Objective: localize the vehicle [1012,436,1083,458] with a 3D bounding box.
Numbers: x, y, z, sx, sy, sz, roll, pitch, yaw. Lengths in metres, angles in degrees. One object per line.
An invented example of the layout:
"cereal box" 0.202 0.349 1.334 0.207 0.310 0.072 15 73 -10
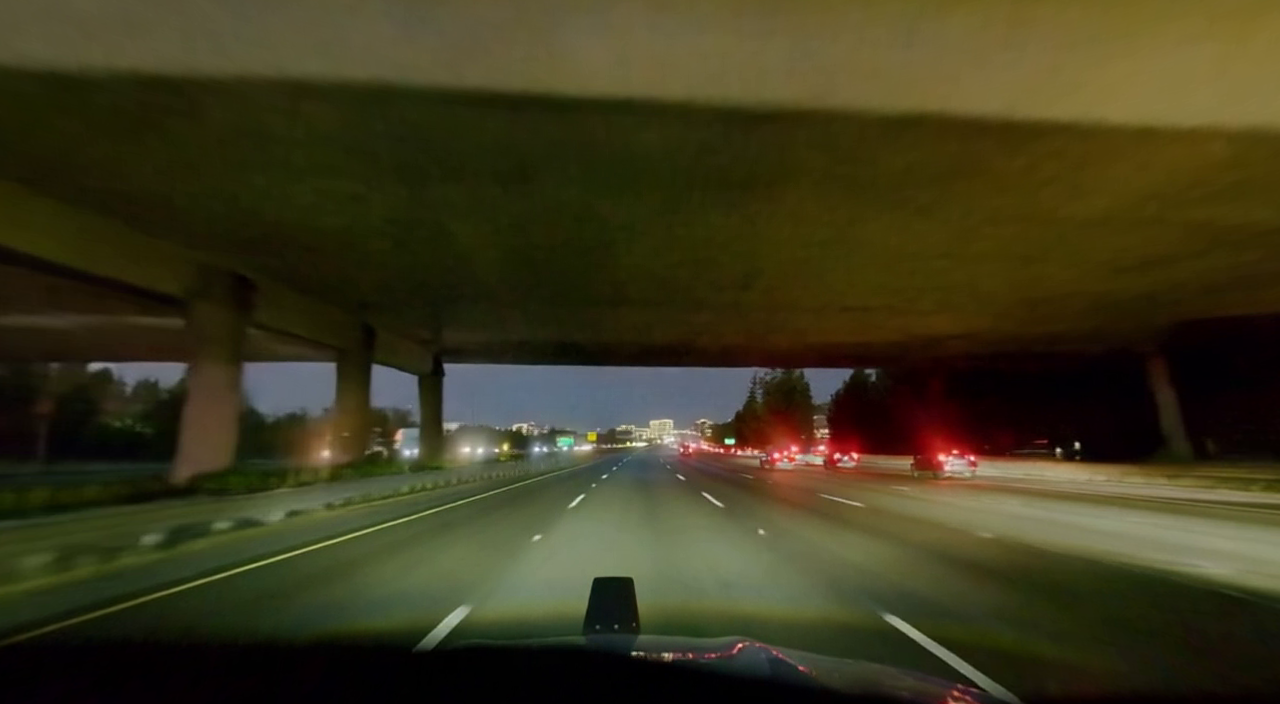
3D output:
"vehicle" 29.892 7.023 46.601 1.967 1.491 4.970 0 -9 1
